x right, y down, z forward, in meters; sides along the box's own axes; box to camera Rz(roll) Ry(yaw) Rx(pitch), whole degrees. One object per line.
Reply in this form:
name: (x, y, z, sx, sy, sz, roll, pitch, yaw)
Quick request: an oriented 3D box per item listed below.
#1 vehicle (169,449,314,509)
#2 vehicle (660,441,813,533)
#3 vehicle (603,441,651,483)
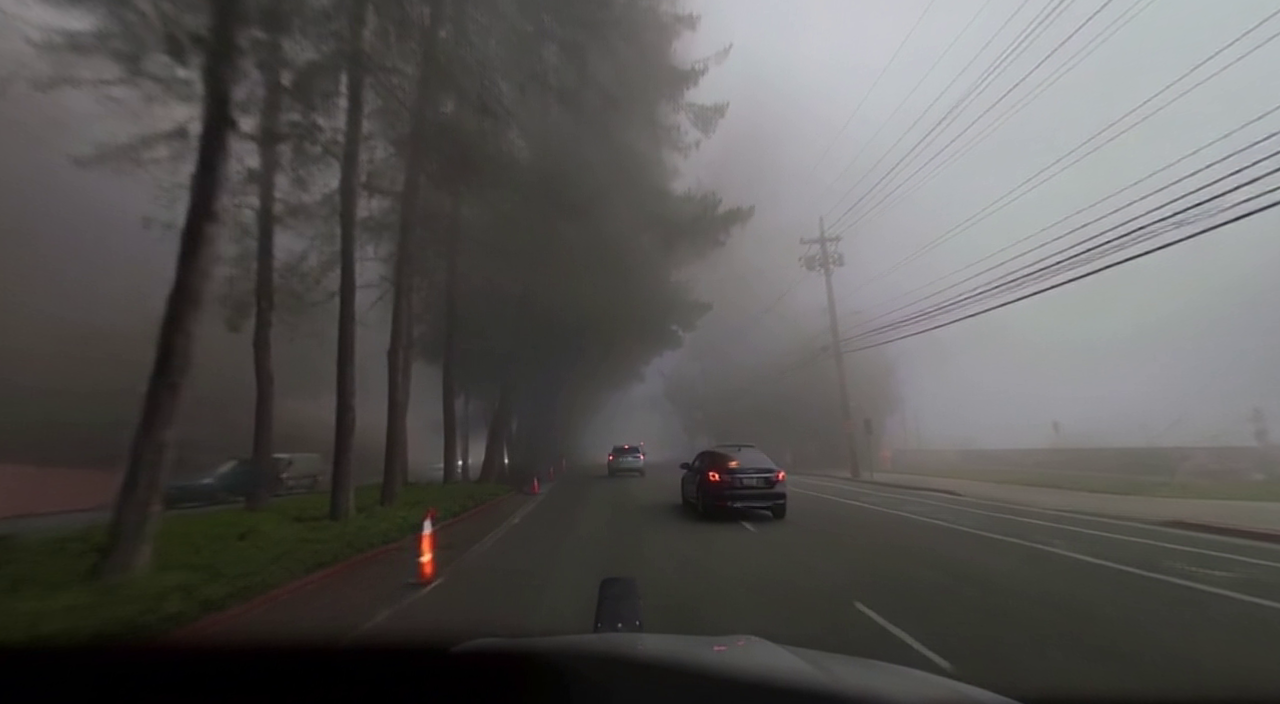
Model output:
vehicle: (-12.485, 3.950, 20.186, 1.871, 1.639, 4.289, 0, -8, -1)
vehicle: (1.671, 2.564, 12.760, 1.977, 1.460, 4.565, 0, -8, -5)
vehicle: (-0.555, 4.925, 28.660, 2.050, 1.745, 3.915, -1, -8, 0)
